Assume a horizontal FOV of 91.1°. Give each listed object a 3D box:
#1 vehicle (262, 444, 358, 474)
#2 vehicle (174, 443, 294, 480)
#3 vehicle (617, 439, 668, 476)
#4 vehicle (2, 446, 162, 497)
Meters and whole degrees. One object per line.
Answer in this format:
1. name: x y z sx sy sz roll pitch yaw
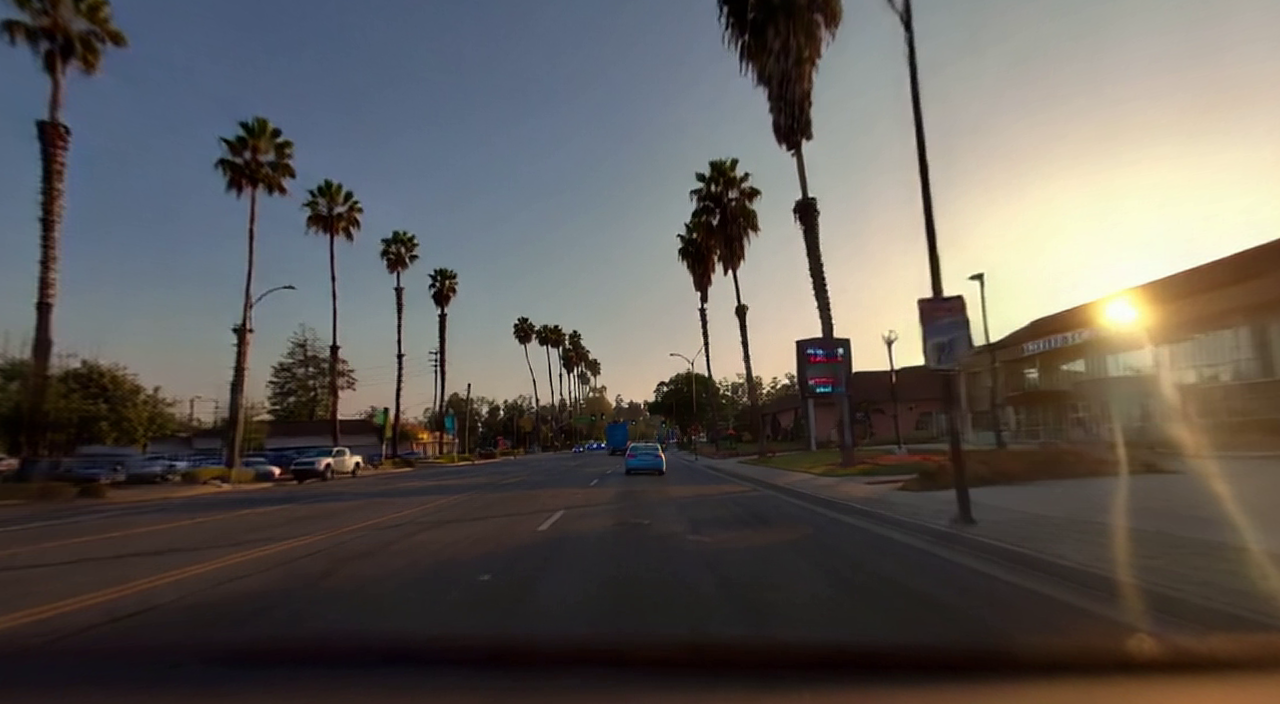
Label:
1. vehicle: -21.358 6.927 40.816 4.979 1.893 2.084 0 -9 -2
2. vehicle: -22.114 5.967 34.369 4.961 1.894 2.256 0 -9 0
3. vehicle: 0.080 4.694 28.181 2.144 1.514 4.063 0 -9 -1
4. vehicle: -22.855 4.874 25.858 4.672 1.665 1.957 -3 -7 -2
